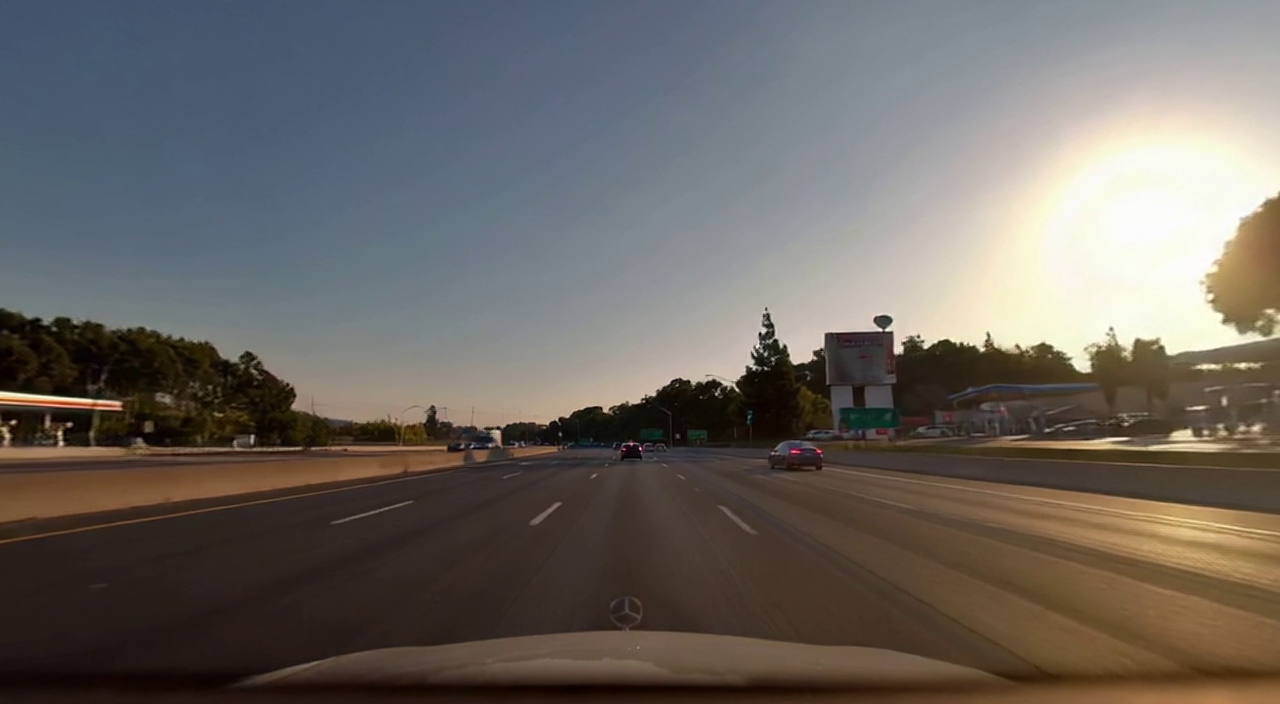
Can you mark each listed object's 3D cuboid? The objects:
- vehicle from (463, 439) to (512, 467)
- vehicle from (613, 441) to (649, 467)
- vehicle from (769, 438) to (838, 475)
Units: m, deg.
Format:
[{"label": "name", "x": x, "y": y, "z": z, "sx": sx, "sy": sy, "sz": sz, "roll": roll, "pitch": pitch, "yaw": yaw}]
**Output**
[{"label": "vehicle", "x": -9.978, "y": 6.618, "z": 41.556, "sx": 2.005, "sy": 1.725, "sz": 5.137, "roll": 0, "pitch": -8, "yaw": -1}, {"label": "vehicle", "x": -0.563, "y": 6.081, "z": 37.843, "sx": 1.999, "sy": 1.473, "sz": 4.351, "roll": 0, "pitch": -8, "yaw": -1}, {"label": "vehicle", "x": 7.084, "y": 4.570, "z": 27.773, "sx": 1.867, "sy": 1.463, "sz": 4.295, "roll": 0, "pitch": -8, "yaw": -1}]
